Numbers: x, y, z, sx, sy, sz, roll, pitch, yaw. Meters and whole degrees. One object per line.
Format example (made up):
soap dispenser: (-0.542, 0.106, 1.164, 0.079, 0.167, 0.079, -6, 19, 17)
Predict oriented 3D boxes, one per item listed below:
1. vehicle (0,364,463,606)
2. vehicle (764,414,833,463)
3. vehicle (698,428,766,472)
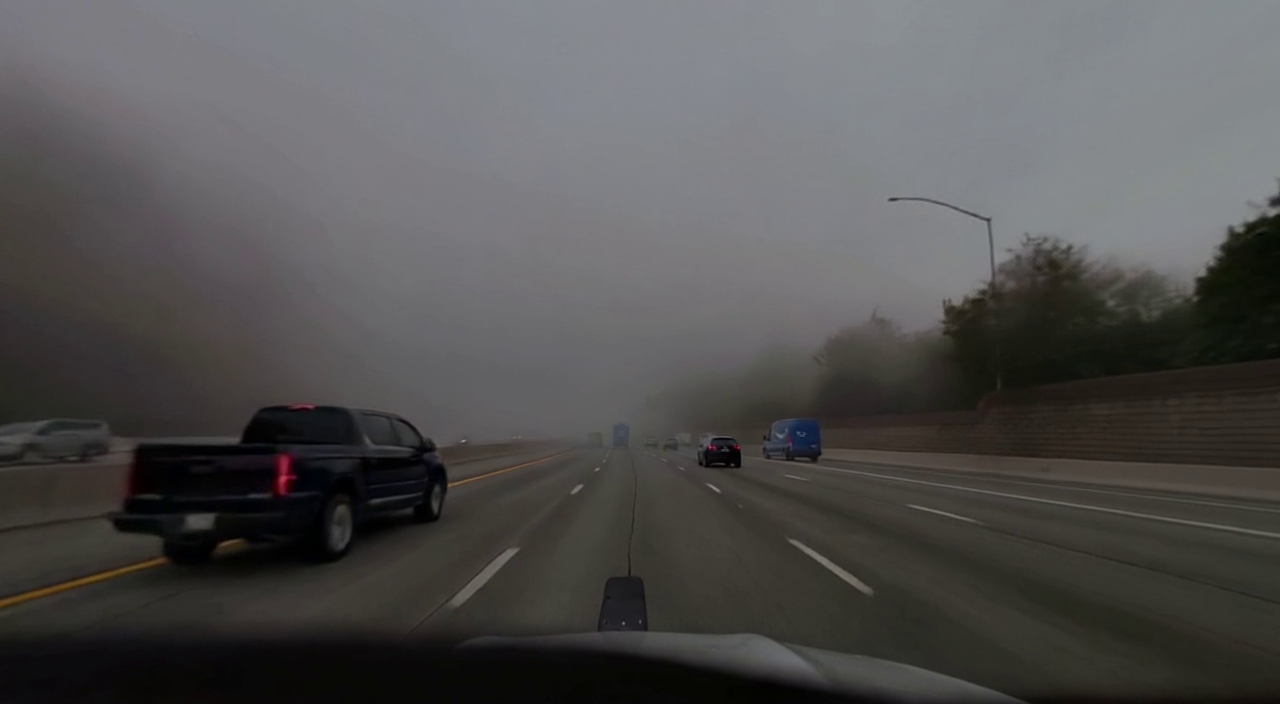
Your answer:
vehicle: (-4.277, 1.451, 7.895, 2.331, 1.884, 5.787, 0, -8, 1)
vehicle: (9.838, 5.492, 39.886, 2.274, 2.802, 6.802, 0, -8, -3)
vehicle: (3.819, 4.164, 26.995, 2.141, 1.732, 4.279, 0, -8, -2)
